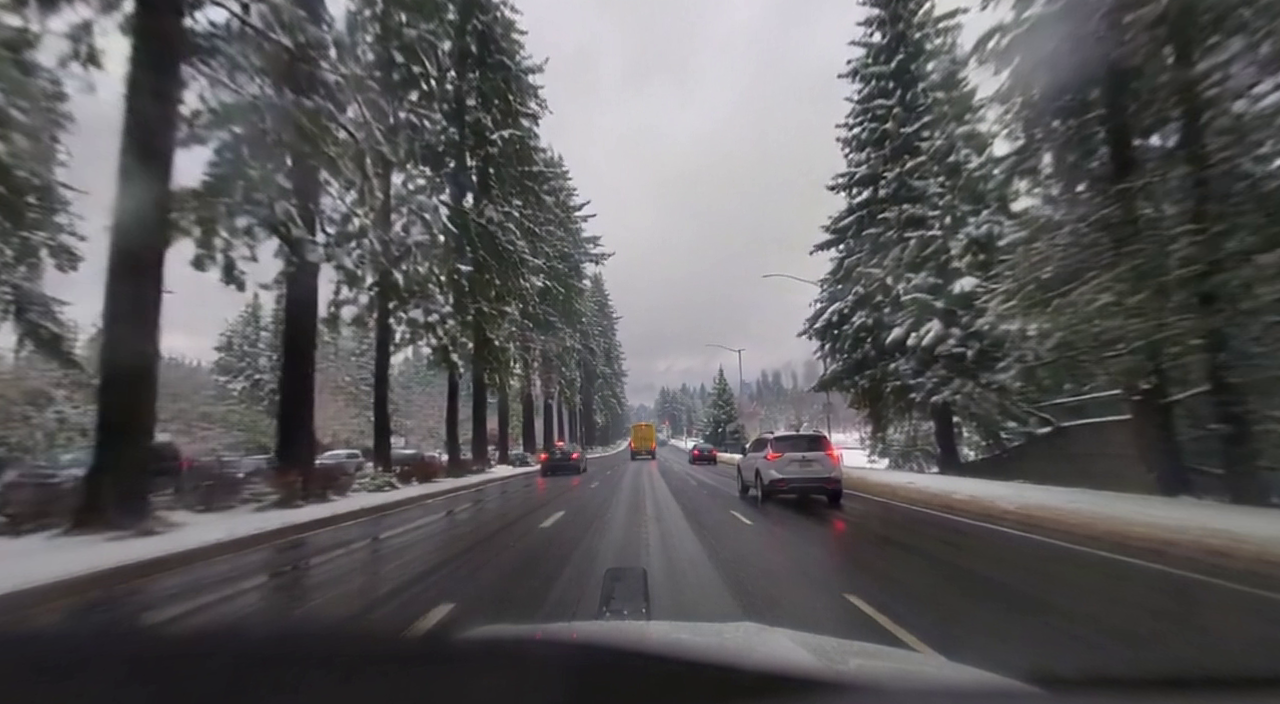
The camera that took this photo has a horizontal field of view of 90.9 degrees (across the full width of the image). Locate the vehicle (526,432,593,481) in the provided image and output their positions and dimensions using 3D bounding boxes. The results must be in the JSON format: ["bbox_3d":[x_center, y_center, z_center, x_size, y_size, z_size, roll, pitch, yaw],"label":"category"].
[{"bbox_3d":[-3.397,4.525,27.619,2.255,1.940,4.822,0,-8,0],"label":"vehicle"}]

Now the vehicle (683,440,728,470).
[{"bbox_3d":[4.028,6.374,39.296,2.280,1.757,4.572,0,-8,0],"label":"vehicle"}]

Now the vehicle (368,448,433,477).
[{"bbox_3d":[-13.592,6.253,36.027,1.887,1.513,4.442,0,-8,1],"label":"vehicle"}]

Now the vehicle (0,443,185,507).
[{"bbox_3d":[-17.592,3.851,20.310,2.124,1.803,4.878,0,-8,1],"label":"vehicle"}]

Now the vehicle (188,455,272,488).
[{"bbox_3d":[-24.257,7.062,37.531,2.173,1.674,4.690,1,-8,-6],"label":"vehicle"}]

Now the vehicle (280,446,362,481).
[{"bbox_3d":[-17.535,6.124,34.935,2.059,1.780,4.641,0,-8,1],"label":"vehicle"}]

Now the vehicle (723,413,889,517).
[{"bbox_3d":[3.608,2.636,15.278,2.381,2.008,5.971,0,-8,0],"label":"vehicle"}]
